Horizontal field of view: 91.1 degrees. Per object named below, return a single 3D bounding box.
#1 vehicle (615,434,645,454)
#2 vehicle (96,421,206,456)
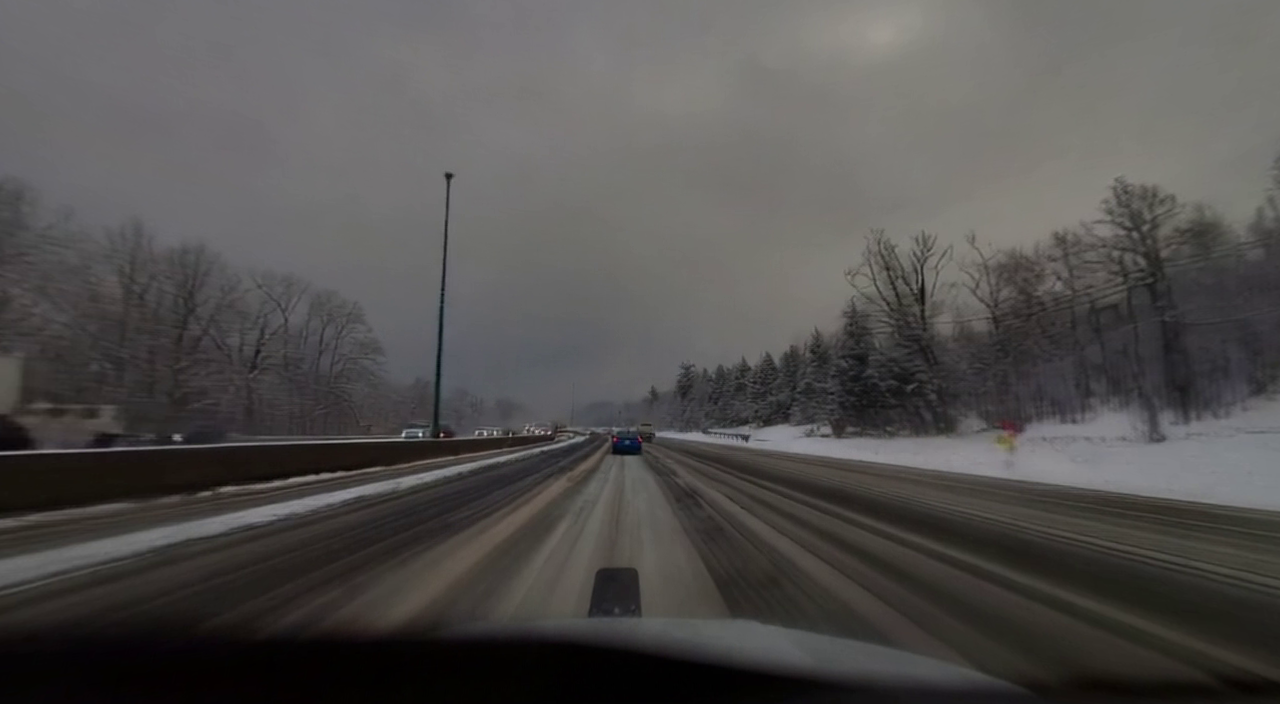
[{"bbox_3d":[-0.763,6.816,46.733,2.121,1.445,4.187,0,-8,-2],"label":"vehicle"},{"bbox_3d":[-22.599,4.026,29.279,1.798,1.495,4.230,0,-8,-1],"label":"vehicle"}]
